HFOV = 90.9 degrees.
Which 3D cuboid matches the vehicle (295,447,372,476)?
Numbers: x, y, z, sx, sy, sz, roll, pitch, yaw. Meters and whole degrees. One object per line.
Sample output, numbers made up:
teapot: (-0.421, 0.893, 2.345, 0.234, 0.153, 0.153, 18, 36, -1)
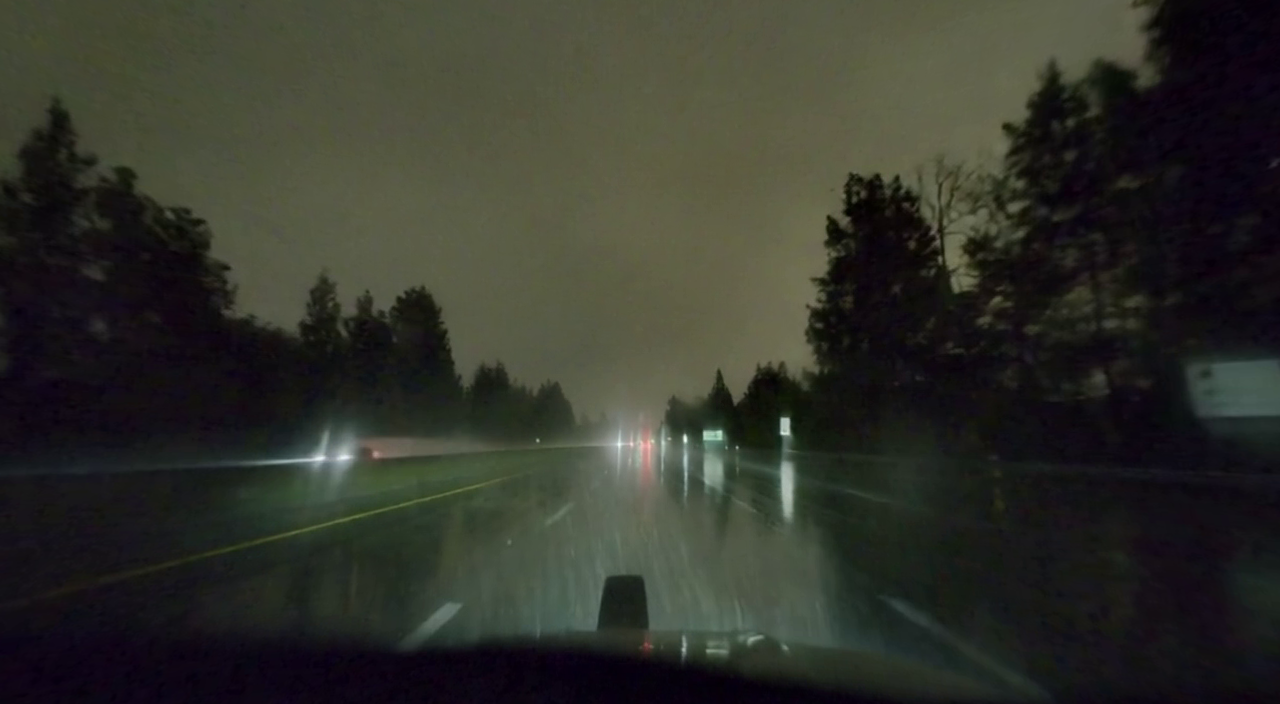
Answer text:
vehicle: (-17.455, 6.249, 36.227, 1.902, 1.495, 4.952, -1, -8, 1)
